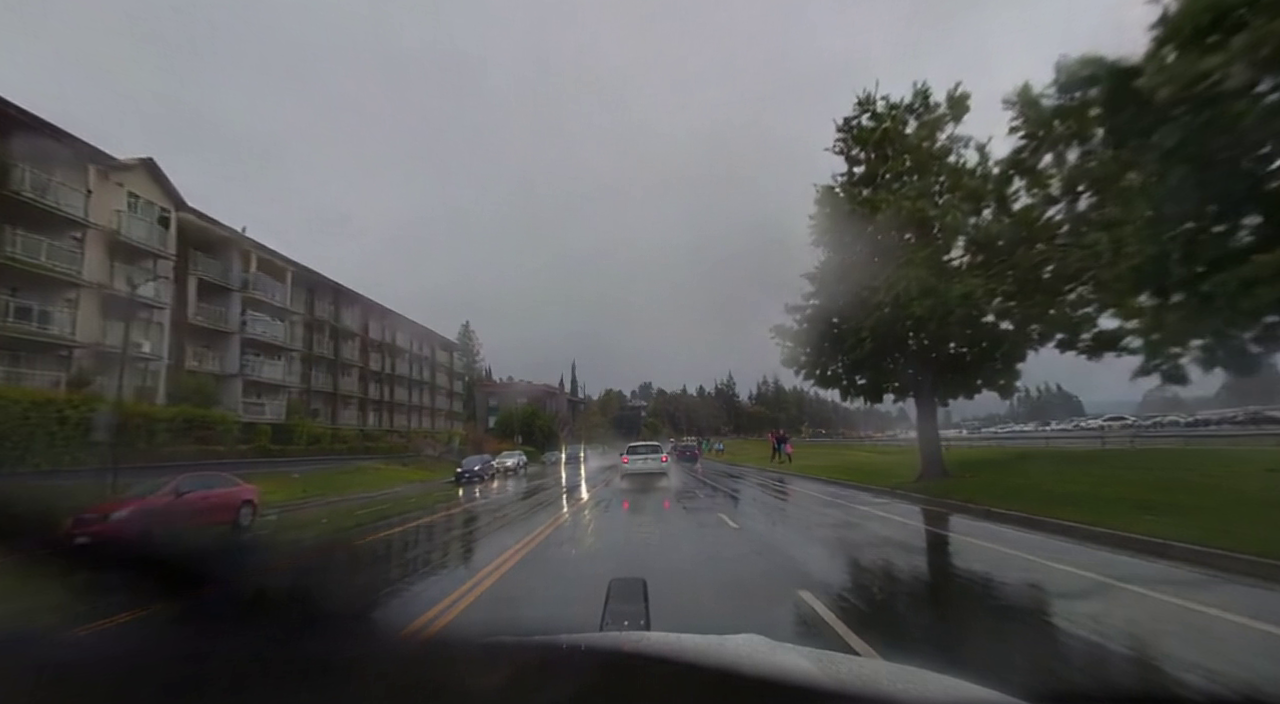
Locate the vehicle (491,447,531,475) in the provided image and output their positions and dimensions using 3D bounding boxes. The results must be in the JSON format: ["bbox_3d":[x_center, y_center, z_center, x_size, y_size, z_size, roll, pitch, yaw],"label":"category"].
[{"bbox_3d":[-9.963,8.440,48.987,2.032,1.833,4.465,-4,-8,1],"label":"vehicle"}]

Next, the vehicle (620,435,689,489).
[{"bbox_3d":[0.421,3.686,21.385,2.132,1.632,3.838,-1,-8,-1],"label":"vehicle"}]

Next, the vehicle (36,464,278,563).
[{"bbox_3d":[-10.440,3.451,14.149,1.955,1.467,4.467,-7,-9,0],"label":"vehicle"}]

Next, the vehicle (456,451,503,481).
[{"bbox_3d":[-10.087,7.173,39.866,1.932,1.607,4.191,-4,-8,-2],"label":"vehicle"}]
